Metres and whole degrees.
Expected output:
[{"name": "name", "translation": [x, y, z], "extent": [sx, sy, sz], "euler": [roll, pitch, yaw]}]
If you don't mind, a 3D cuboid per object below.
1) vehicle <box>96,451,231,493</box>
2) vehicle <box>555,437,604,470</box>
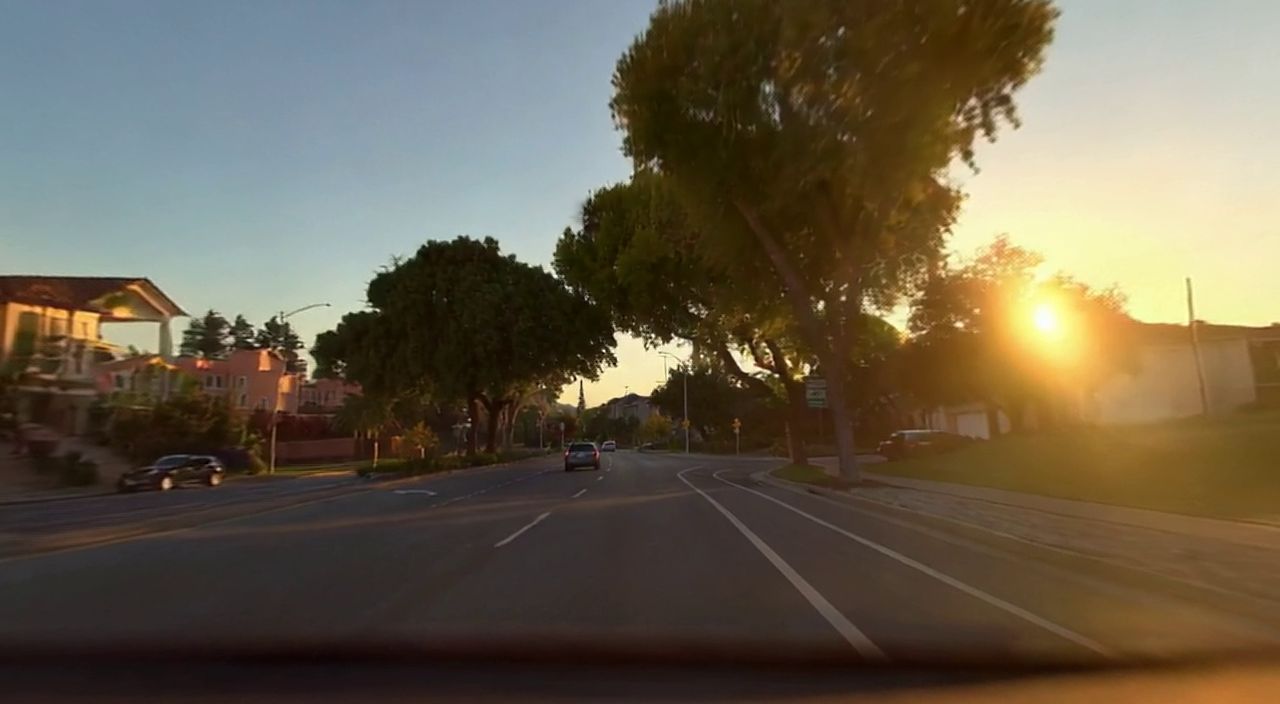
[{"name": "vehicle", "translation": [-18.589, 4.667, 24.902], "extent": [1.980, 1.423, 4.465], "euler": [0, -8, -3]}, {"name": "vehicle", "translation": [-2.995, 5.154, 32.201], "extent": [2.075, 1.498, 4.730], "euler": [-1, -8, -1]}]
